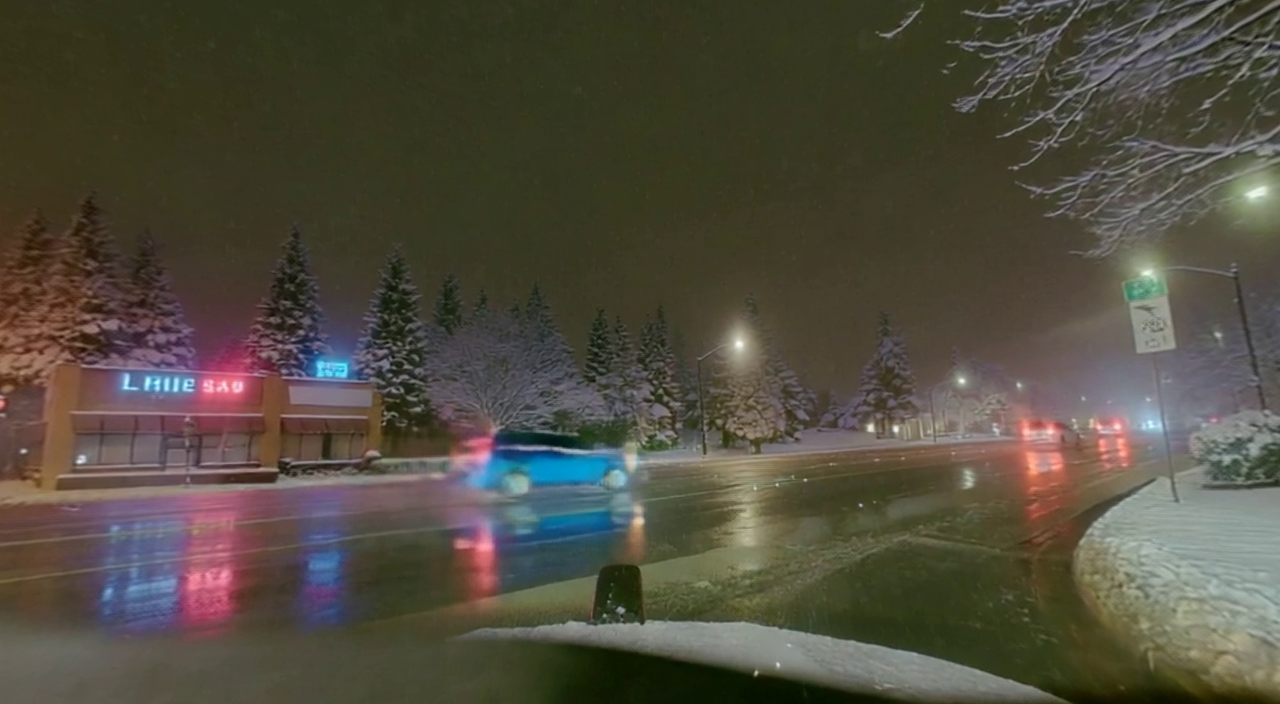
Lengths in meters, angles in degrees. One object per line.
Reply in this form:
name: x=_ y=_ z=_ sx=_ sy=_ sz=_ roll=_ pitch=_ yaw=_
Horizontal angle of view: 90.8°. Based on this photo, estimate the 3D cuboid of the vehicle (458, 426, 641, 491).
vehicle: x=-2.253 y=2.754 z=16.578 sx=4.415 sy=1.464 sz=1.890 roll=8 pitch=-12 yaw=-42

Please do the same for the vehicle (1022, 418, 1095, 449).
vehicle: x=21.839 y=4.285 z=32.911 sx=4.182 sy=1.536 sz=1.885 roll=7 pitch=-11 yaw=-38
